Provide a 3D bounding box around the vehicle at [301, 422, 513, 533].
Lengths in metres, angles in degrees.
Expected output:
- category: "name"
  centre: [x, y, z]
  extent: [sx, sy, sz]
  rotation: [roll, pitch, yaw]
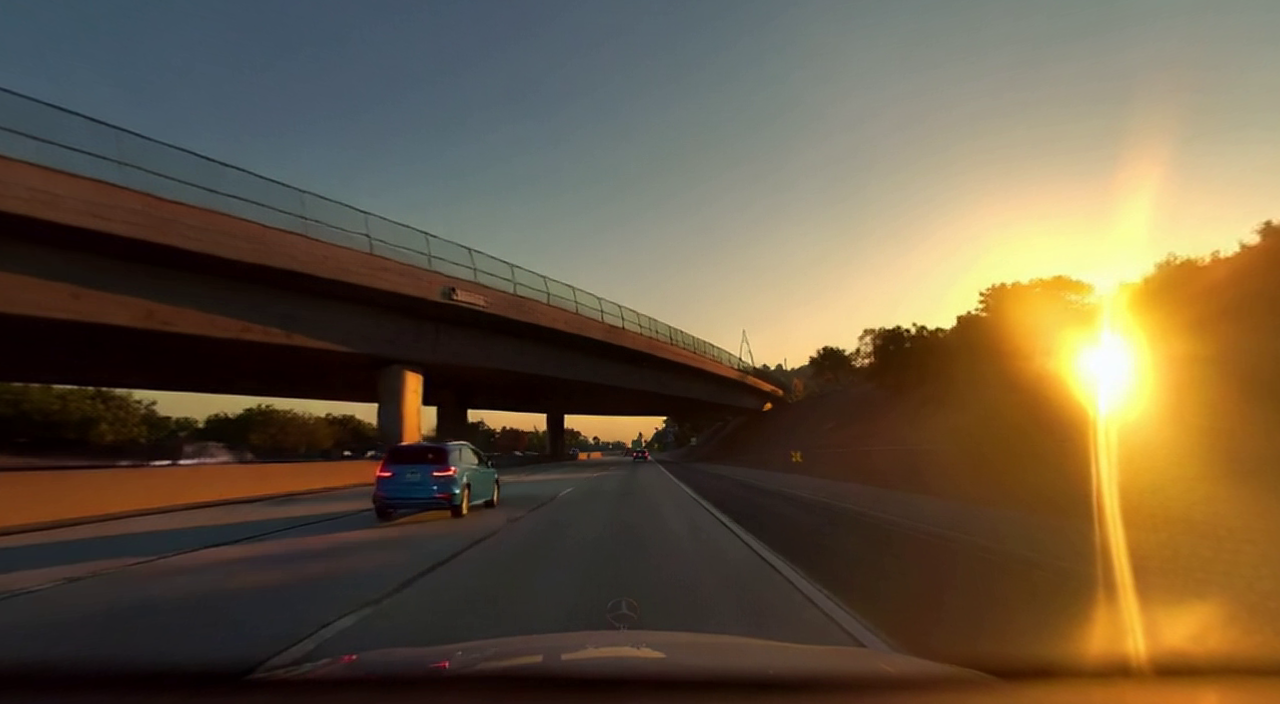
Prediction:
- category: "vehicle"
  centre: [-4.236, 2.396, 12.666]
  extent: [2.272, 1.759, 5.058]
  rotation: [0, -9, 1]
